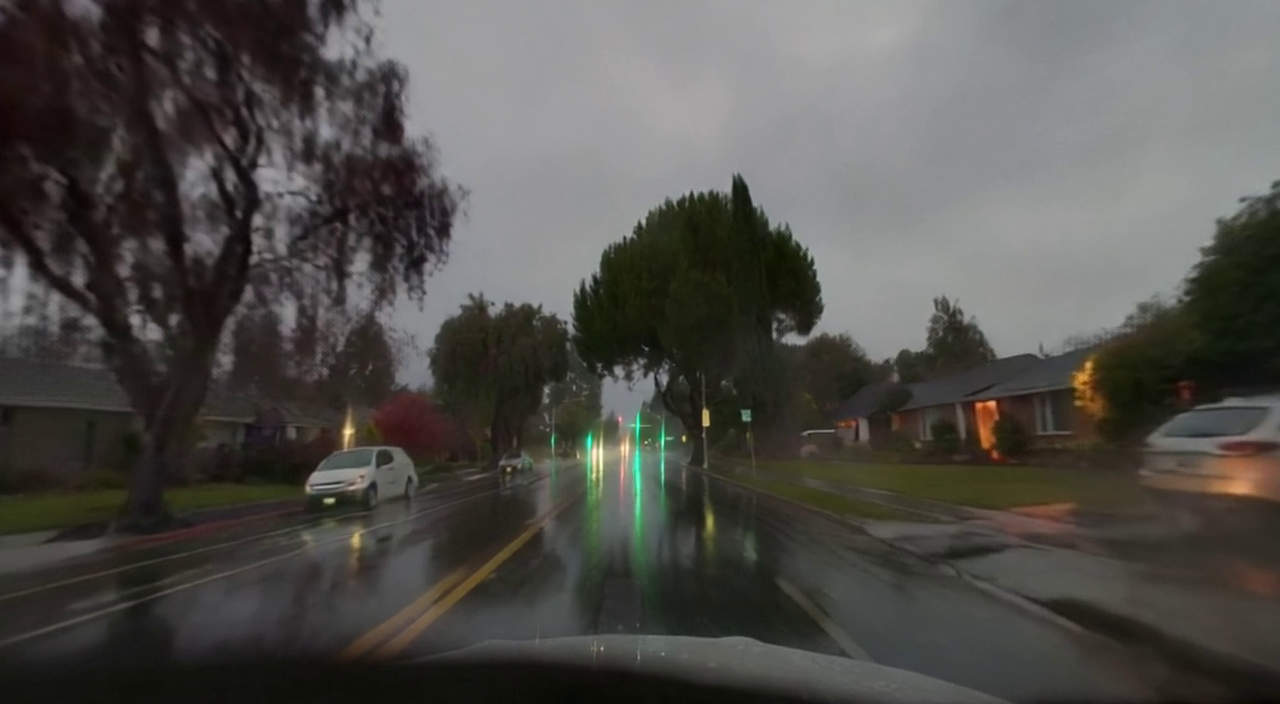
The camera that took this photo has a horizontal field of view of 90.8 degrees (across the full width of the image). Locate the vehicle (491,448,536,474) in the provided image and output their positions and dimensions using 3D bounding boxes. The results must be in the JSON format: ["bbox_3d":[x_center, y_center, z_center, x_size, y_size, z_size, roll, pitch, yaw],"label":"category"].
[{"bbox_3d":[-7.964,6.891,40.146,1.880,1.469,4.221,-4,-9,1],"label":"vehicle"}]

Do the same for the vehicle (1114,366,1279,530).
[{"bbox_3d":[8.986,1.119,7.864,4.463,1.754,2.003,-1,-9,0],"label":"vehicle"}]

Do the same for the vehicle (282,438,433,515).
[{"bbox_3d":[-7.806,3.422,18.044,2.122,1.739,4.770,-4,-8,0],"label":"vehicle"}]
